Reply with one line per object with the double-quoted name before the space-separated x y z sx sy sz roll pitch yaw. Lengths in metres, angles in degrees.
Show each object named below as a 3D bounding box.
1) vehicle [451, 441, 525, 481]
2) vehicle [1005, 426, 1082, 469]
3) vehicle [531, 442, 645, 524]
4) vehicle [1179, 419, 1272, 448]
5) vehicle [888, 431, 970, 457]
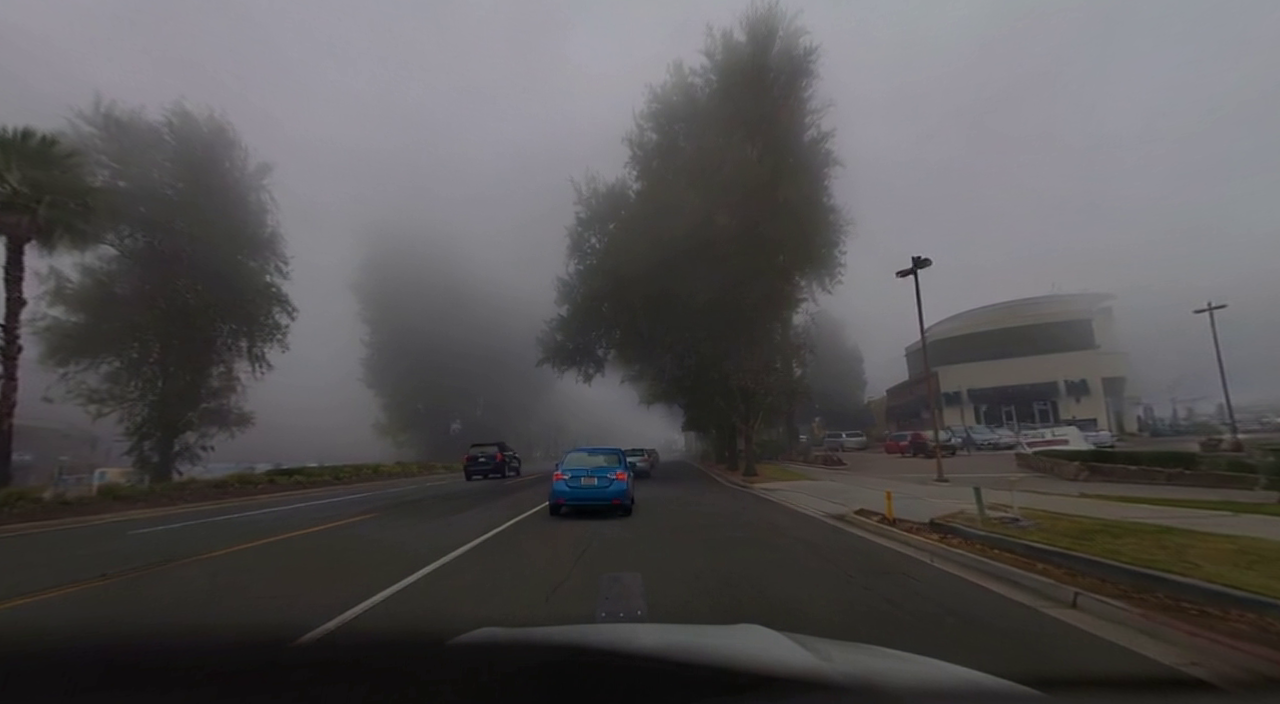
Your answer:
"vehicle" -7.743 5.596 32.765 2.400 1.900 5.325 0 -8 1
"vehicle" 15.874 3.728 24.741 1.961 1.526 4.640 -7 -11 37
"vehicle" -1.015 2.692 13.565 2.067 1.459 3.886 0 -8 -2
"vehicle" 38.297 5.359 41.389 4.321 1.578 1.958 -3 -8 -7
"vehicle" 19.049 6.085 41.774 1.925 1.652 4.490 6 -10 -35
